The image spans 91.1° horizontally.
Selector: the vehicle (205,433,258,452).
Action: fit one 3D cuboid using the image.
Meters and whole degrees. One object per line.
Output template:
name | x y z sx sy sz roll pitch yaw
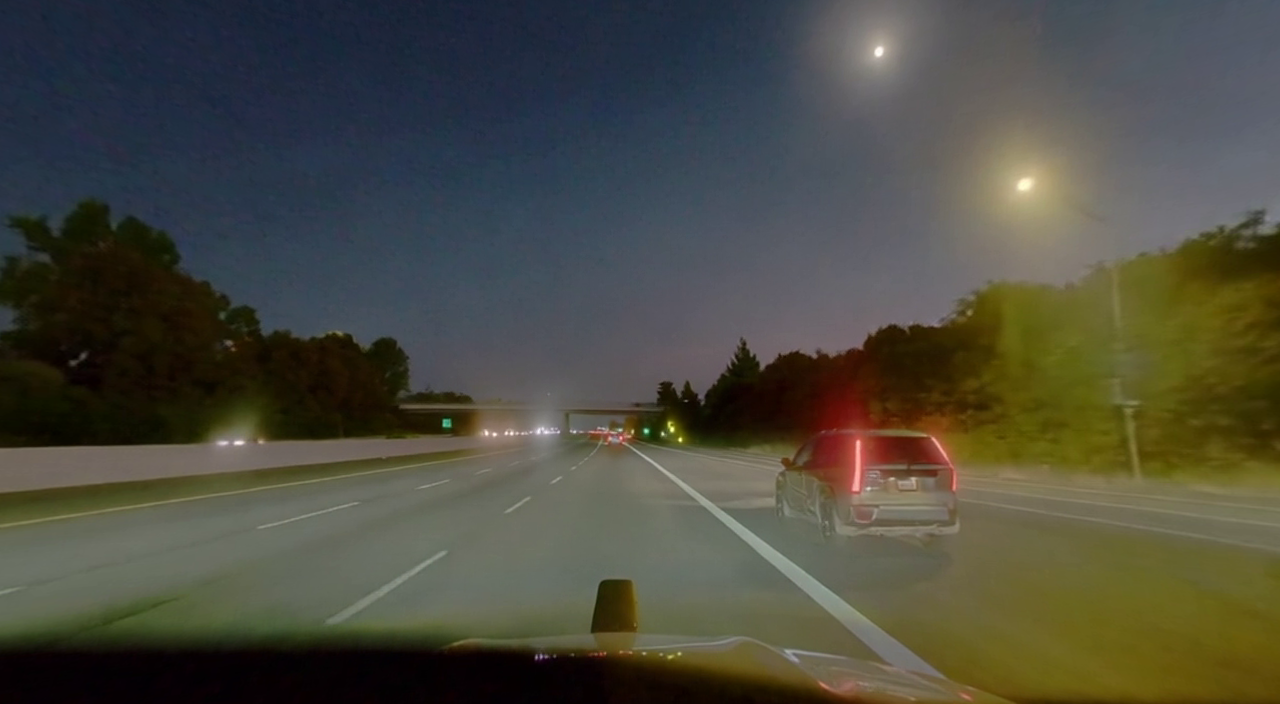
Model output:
vehicle | -31.746 7.022 48.945 1.715 1.396 3.759 0 -8 -2
